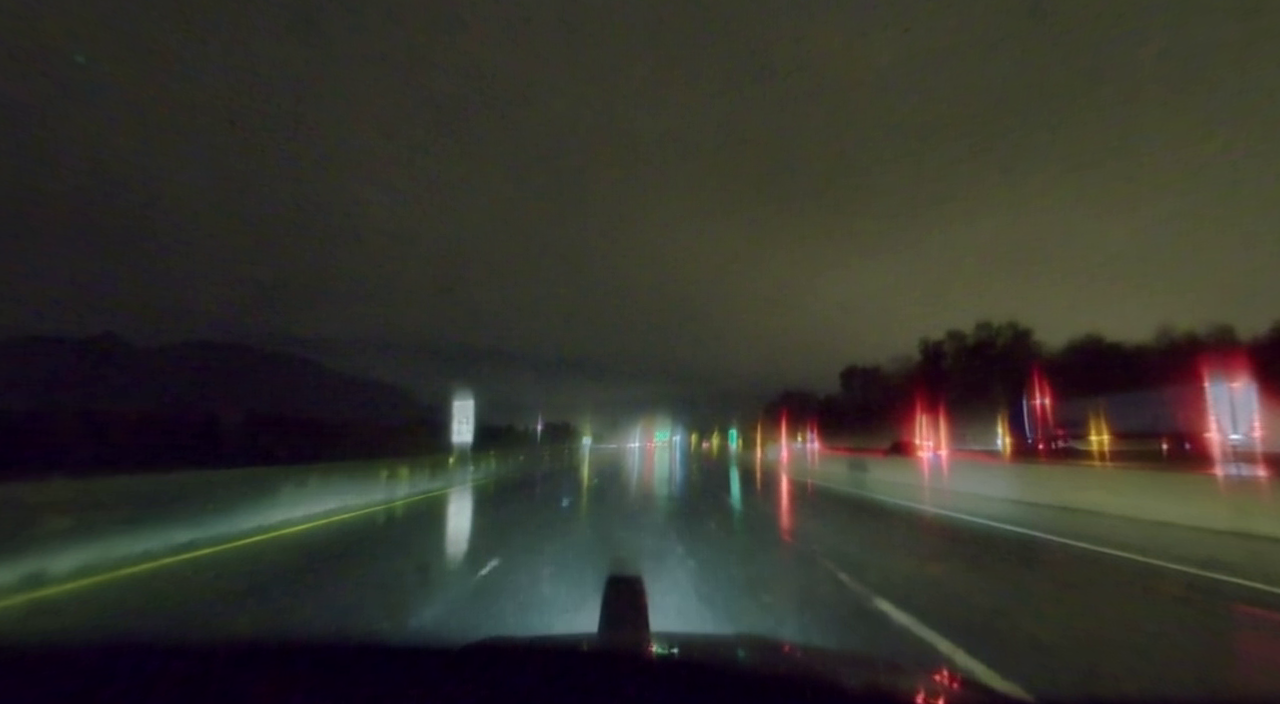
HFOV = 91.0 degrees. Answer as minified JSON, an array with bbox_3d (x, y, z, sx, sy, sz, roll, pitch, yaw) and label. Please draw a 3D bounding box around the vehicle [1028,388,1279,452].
[{"bbox_3d":[36.872,5.170,45.757,2.836,4.027,14.280,8,-11,-43],"label":"vehicle"}]
